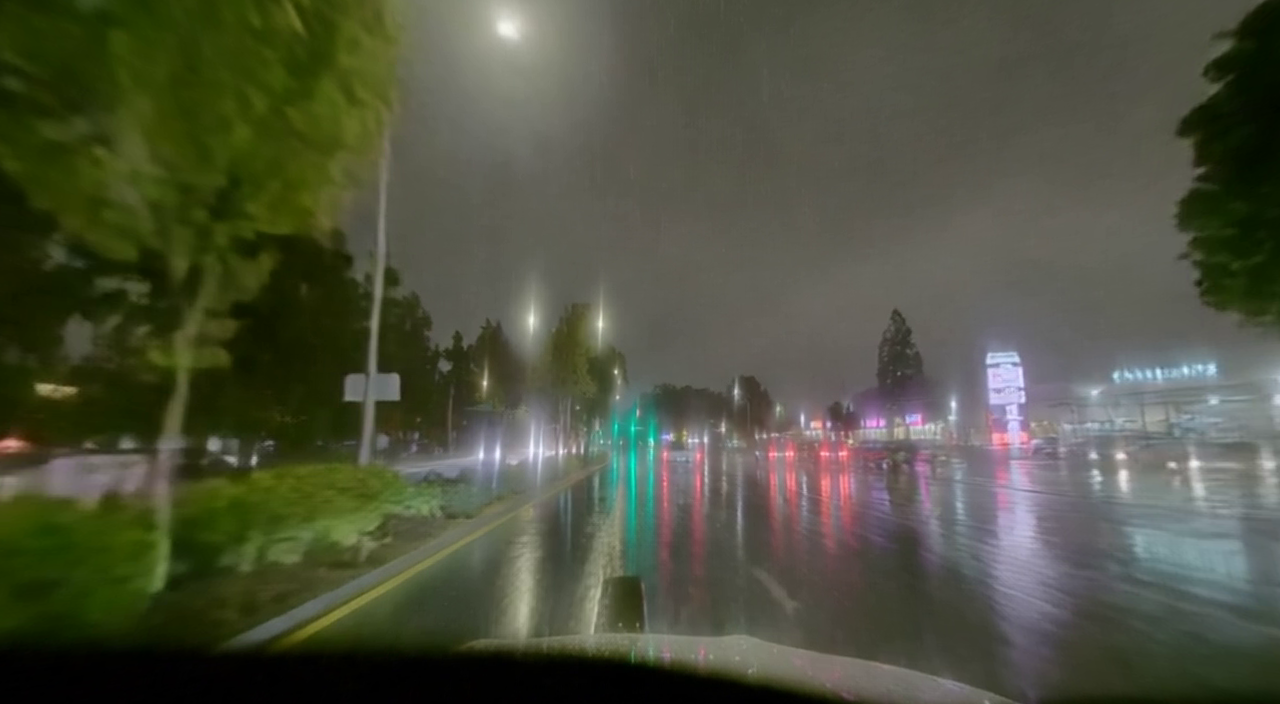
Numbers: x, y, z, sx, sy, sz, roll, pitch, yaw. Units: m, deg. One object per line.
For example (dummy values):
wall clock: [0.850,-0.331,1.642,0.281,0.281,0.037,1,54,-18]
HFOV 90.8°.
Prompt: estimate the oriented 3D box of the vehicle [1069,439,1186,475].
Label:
vehicle: [22.375,4.840,29.241,1.895,1.471,4.511,-2,-9,2]

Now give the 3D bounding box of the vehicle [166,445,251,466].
vehicle: [-29.707,7.122,43.558,4.461,1.441,1.820,0,-8,0]

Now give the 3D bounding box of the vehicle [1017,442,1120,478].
vehicle: [19.647,4.936,29.203,1.972,1.461,4.021,0,-8,0]

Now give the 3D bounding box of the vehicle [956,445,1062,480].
vehicle: [16.596,4.946,28.765,1.863,1.445,4.703,0,-8,-2]

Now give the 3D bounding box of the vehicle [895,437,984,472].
vehicle: [16.337,5.593,34.822,2.052,1.749,5.213,0,-8,-4]

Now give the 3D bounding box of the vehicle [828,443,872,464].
vehicle: [15.941,7.701,48.171,1.892,1.421,4.556,-1,-8,3]
